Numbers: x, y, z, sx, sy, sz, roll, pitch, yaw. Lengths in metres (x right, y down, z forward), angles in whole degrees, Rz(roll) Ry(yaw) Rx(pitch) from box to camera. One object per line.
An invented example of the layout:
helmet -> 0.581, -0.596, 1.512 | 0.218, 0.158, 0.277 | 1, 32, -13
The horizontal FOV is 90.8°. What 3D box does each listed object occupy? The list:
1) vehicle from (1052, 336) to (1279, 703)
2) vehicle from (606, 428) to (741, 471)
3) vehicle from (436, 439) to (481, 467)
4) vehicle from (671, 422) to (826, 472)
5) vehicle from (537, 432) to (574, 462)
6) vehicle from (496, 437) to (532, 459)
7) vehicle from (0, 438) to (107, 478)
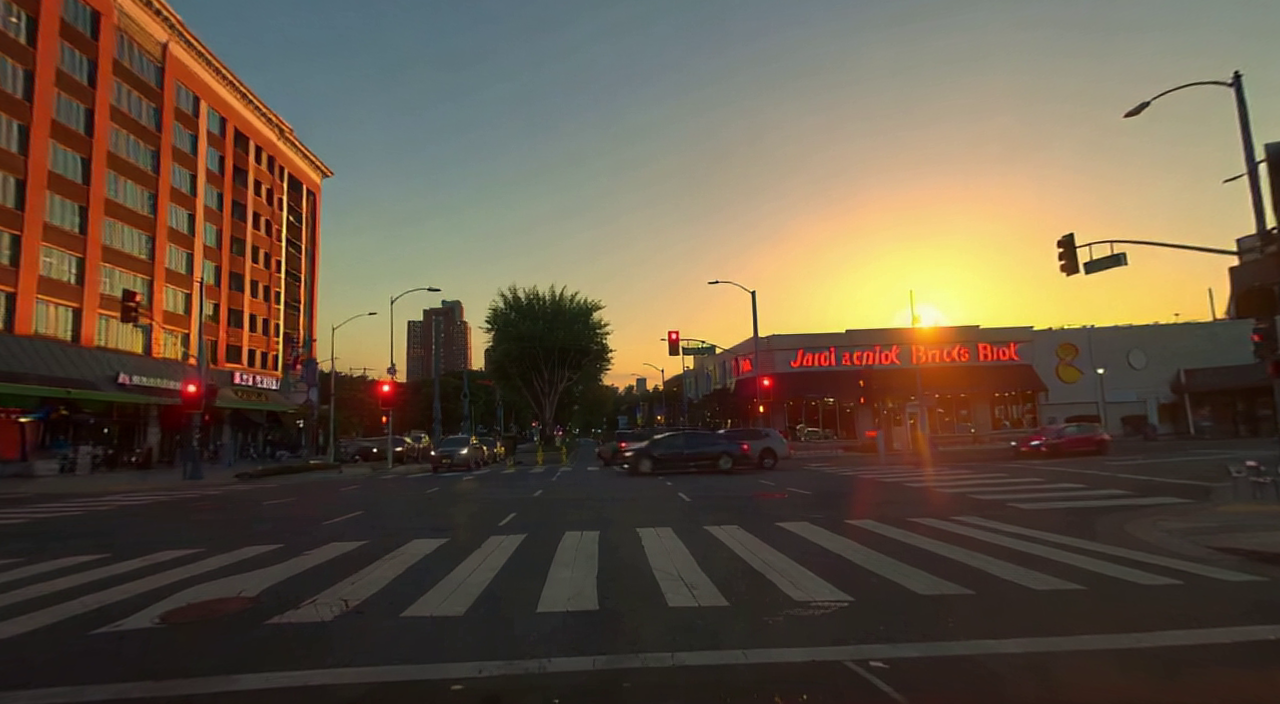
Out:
vehicle -> 3.006, 0.609, 0.880 | 1.866, 1.654, 4.354 | 0, -8, 0
vehicle -> 1.151, 3.527, 23.037 | 4.643, 1.476, 1.820 | 1, -9, -8
vehicle -> -10.933, 6.095, 38.233 | 1.885, 1.545, 4.124 | 1, -8, -6
vehicle -> 3.478, 3.100, 20.670 | 4.612, 1.521, 1.811 | 1, -9, -9
vehicle -> -5.124, 5.803, 38.678 | 1.976, 1.683, 4.117 | 0, -8, -4
vehicle -> -8.707, 6.682, 43.918 | 1.906, 1.402, 4.904 | 0, -8, -5
vehicle -> -31.551, 5.583, 33.479 | 2.205, 1.903, 5.877 | 1, -9, -10
